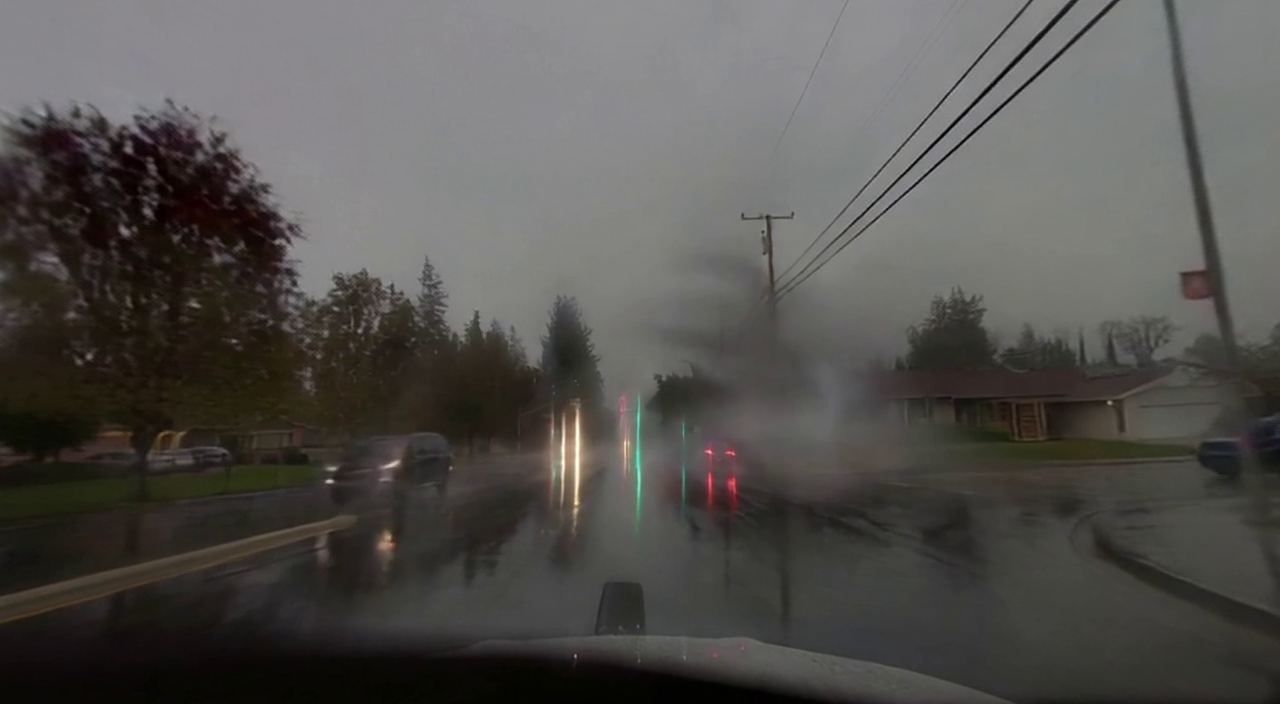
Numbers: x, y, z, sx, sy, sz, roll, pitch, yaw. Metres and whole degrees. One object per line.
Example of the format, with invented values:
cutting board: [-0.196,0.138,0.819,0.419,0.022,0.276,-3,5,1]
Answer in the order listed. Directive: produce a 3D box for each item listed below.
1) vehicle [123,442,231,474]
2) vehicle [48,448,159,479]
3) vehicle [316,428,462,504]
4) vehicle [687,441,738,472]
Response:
vehicle: [-28.589,6.550,39.133,4.750,1.845,2.382,0,-8,-1]
vehicle: [-28.361,5.906,33.535,1.780,1.467,3.992,-2,-10,21]
vehicle: [-6.750,3.126,17.738,2.092,1.810,4.882,0,-8,0]
vehicle: [3.750,5.465,33.318,2.031,1.500,4.590,0,-8,-1]
